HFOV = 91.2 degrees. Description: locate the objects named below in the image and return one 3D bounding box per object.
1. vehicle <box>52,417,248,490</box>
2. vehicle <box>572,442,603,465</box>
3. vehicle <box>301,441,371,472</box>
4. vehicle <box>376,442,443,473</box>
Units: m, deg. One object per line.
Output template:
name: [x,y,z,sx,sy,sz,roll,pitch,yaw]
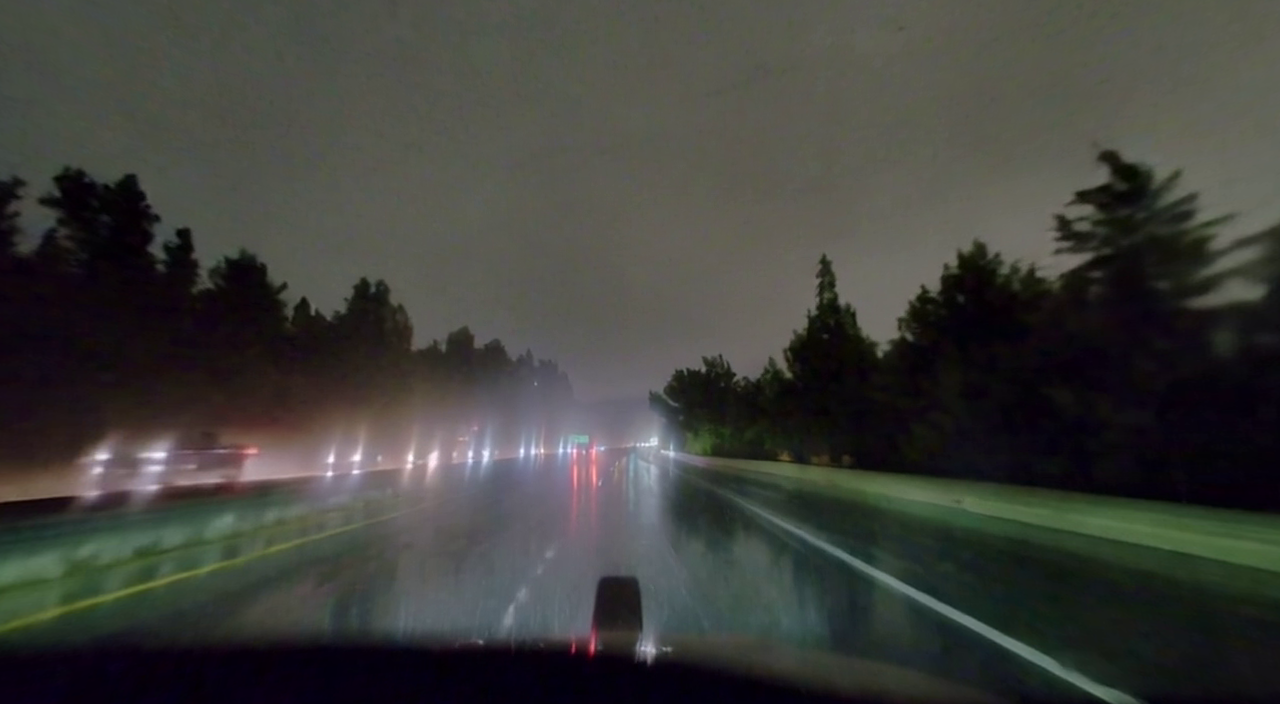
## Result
vehicle: [-14.781,3.109,19.395,2.109,1.954,4.790,0,-9,1]
vehicle: [-4.044,7.939,48.892,2.098,1.692,4.038,0,-9,0]
vehicle: [-16.661,5.740,34.547,1.762,1.539,4.124,0,-9,0]
vehicle: [-11.682,5.377,32.084,1.887,1.473,4.124,0,-9,0]
